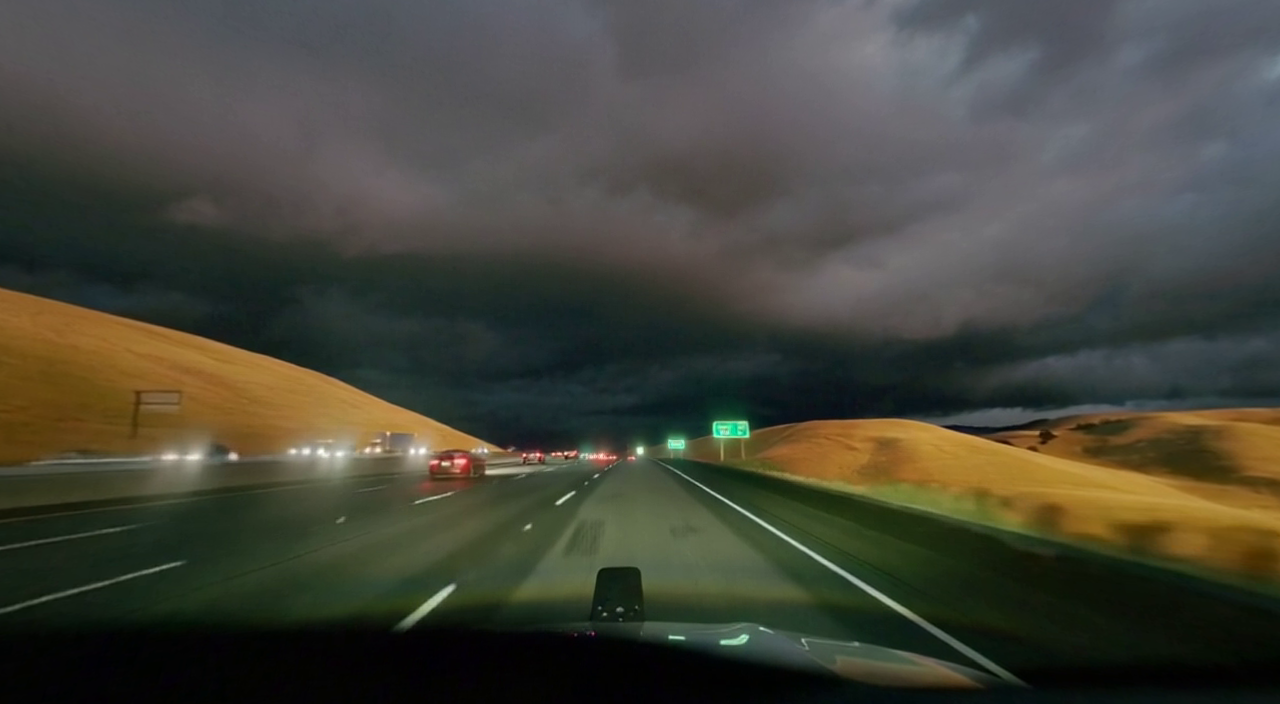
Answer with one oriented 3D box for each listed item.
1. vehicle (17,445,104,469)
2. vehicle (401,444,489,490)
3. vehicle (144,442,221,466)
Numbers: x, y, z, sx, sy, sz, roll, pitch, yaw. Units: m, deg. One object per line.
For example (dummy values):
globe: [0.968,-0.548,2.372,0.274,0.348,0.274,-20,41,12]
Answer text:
vehicle: [-39.205,7.117,42.764,1.851,1.509,4.345,0,-9,-2]
vehicle: [-7.403,4.394,24.427,2.045,1.624,4.338,0,-9,0]
vehicle: [-31.759,7.094,43.918,2.159,1.528,4.396,0,-9,-2]
